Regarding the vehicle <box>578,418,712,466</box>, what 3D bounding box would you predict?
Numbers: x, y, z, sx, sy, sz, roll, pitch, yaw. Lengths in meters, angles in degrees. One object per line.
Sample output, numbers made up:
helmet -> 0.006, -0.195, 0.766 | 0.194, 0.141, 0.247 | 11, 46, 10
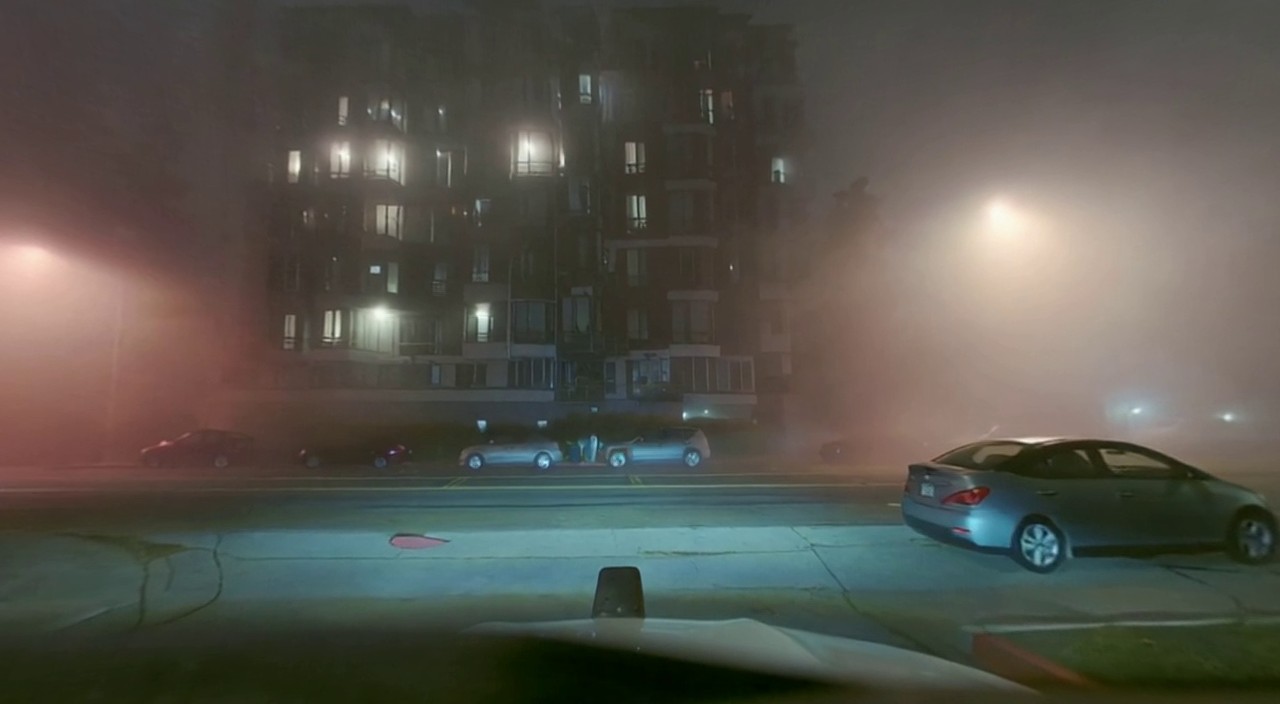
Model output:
vehicle -> 0.122, 3.737, 26.051 | 5.299, 1.860, 2.098 | 1, -10, -4

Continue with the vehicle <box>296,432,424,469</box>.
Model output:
vehicle -> -11.307, 4.015, 25.730 | 4.336, 1.438, 1.776 | 0, -8, -3

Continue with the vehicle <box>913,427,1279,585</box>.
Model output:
vehicle -> 5.945, 1.635, 7.238 | 4.714, 1.471, 1.978 | 0, -5, 1

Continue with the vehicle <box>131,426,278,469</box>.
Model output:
vehicle -> -17.453, 3.837, 25.491 | 4.426, 1.641, 1.889 | 0, -8, -4

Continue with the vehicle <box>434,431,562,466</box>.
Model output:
vehicle -> -5.691, 3.971, 25.795 | 4.851, 1.339, 1.785 | 0, -10, -2

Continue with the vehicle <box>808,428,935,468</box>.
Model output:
vehicle -> 9.527, 3.965, 26.211 | 4.521, 1.411, 1.726 | -2, -7, -4
